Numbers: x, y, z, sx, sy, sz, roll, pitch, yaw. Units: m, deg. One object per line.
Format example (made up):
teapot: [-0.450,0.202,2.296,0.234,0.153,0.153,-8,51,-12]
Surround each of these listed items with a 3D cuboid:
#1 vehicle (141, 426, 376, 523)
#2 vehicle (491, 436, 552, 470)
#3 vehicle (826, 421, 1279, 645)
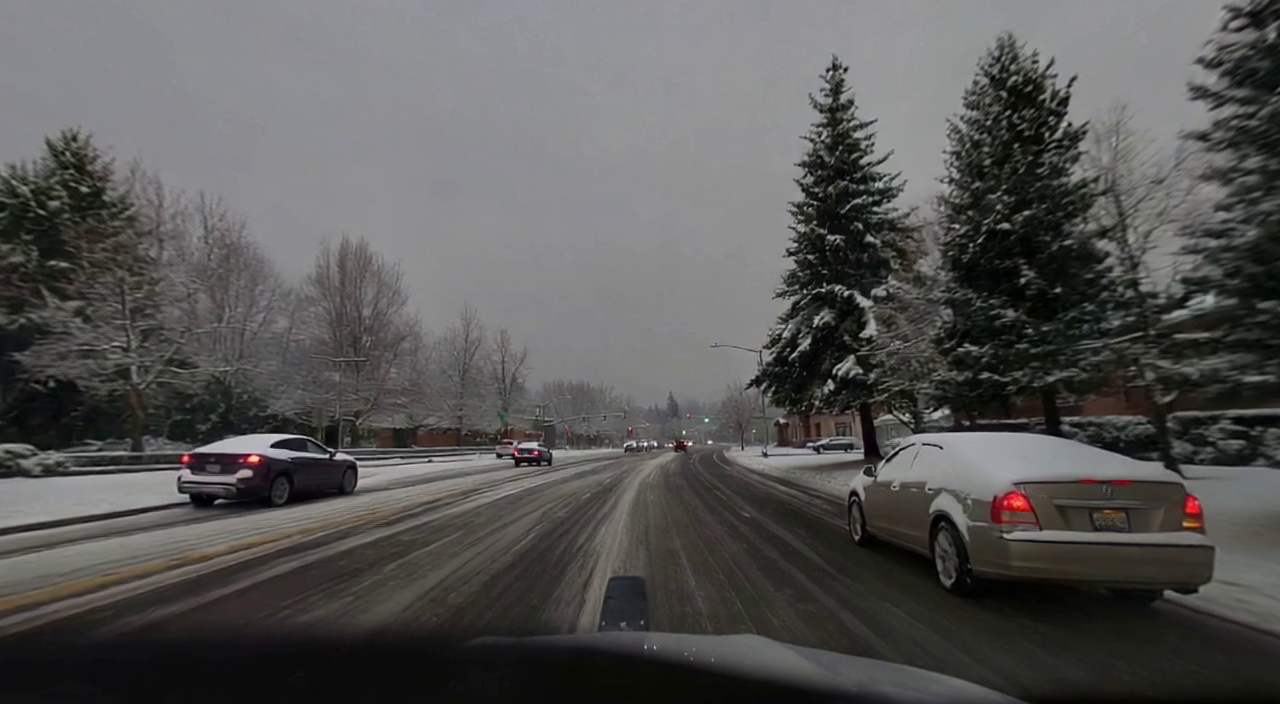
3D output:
vehicle: [-7.138,2.313,12.498,1.951,1.554,4.444,0,-8,-2]
vehicle: [-5.887,5.065,31.775,1.988,1.597,4.404,0,-8,3]
vehicle: [3.659,1.574,6.680,2.003,1.494,4.705,0,-8,1]
